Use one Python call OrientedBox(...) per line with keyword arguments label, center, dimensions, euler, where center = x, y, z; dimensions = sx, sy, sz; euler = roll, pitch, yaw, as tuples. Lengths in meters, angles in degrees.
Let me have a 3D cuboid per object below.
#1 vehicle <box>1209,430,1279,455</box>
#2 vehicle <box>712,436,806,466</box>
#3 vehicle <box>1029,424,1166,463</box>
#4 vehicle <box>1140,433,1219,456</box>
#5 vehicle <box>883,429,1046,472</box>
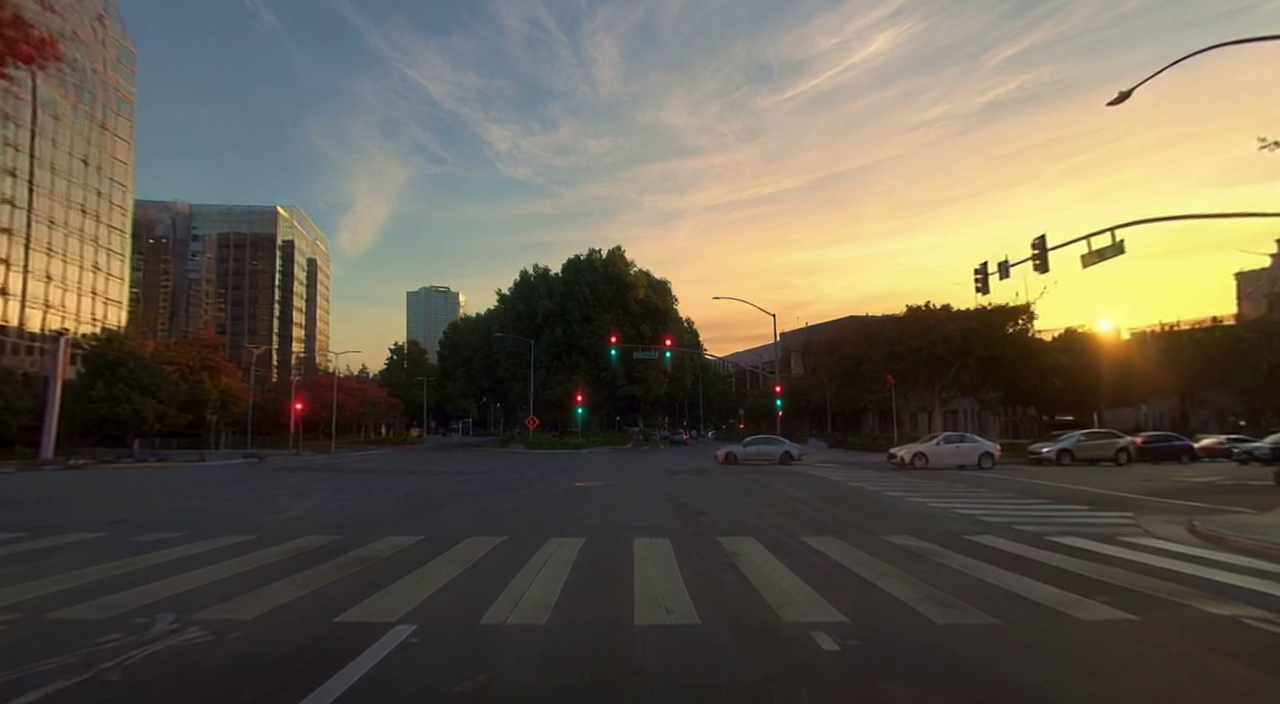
OrientedBox(label="vehicle", center=(42.253, 6.178, 43.100), dimensions=(2.037, 1.614, 5.175), euler=(0, -9, 0))
OrientedBox(label="vehicle", center=(5.350, 4.522, 28.858), dimensions=(4.046, 1.306, 1.719), euler=(-1, -9, 5))
OrientedBox(label="vehicle", center=(20.699, 4.182, 28.751), dimensions=(4.571, 1.698, 1.977), euler=(-1, -9, 4))
OrientedBox(label="vehicle", center=(36.597, 6.299, 42.990), dimensions=(1.726, 1.429, 4.163), euler=(0, -9, 2))
OrientedBox(label="vehicle", center=(11.718, 3.580, 23.040), dimensions=(4.916, 1.504, 1.846), euler=(0, -9, -2))
